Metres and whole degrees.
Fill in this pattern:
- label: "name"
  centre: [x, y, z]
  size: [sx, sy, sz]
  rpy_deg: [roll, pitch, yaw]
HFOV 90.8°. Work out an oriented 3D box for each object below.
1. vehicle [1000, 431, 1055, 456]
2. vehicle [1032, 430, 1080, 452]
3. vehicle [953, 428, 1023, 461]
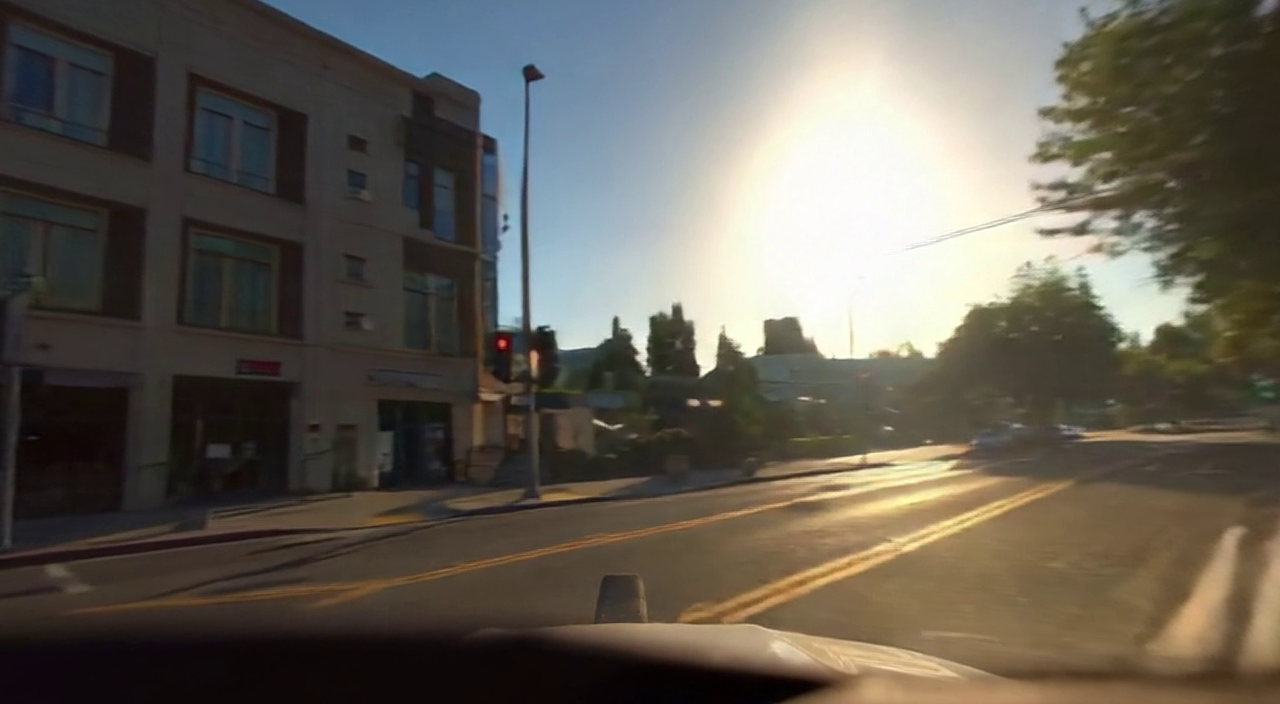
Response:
- label: "vehicle"
  centre: [24.269, 5.730, 39.488]
  size: [4.201, 1.440, 1.719]
  rpy_deg: [7, -11, -43]
- label: "vehicle"
  centre: [28.667, 6.135, 43.488]
  size: [1.881, 1.459, 4.202]
  rpy_deg: [-8, -12, 44]
- label: "vehicle"
  centre: [19.324, 5.104, 35.020]
  size: [4.335, 1.708, 2.075]
  rpy_deg: [7, -11, -43]
